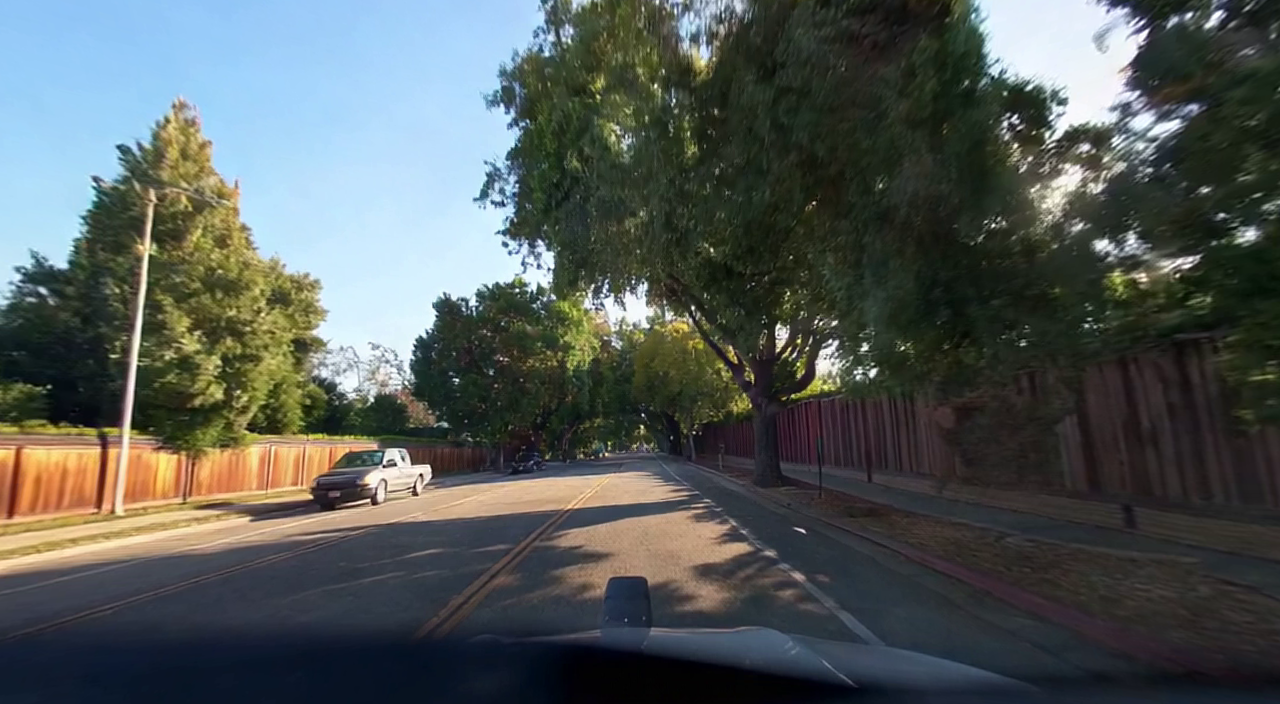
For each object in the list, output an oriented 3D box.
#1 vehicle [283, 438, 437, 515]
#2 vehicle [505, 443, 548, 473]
[{"bbox_3d":[-7.426,3.281,17.323,1.999,1.714,4.517,-3,-8,3],"label":"vehicle"},{"bbox_3d":[-7.444,6.993,41.746,1.945,1.760,4.021,-3,-8,2],"label":"vehicle"}]
